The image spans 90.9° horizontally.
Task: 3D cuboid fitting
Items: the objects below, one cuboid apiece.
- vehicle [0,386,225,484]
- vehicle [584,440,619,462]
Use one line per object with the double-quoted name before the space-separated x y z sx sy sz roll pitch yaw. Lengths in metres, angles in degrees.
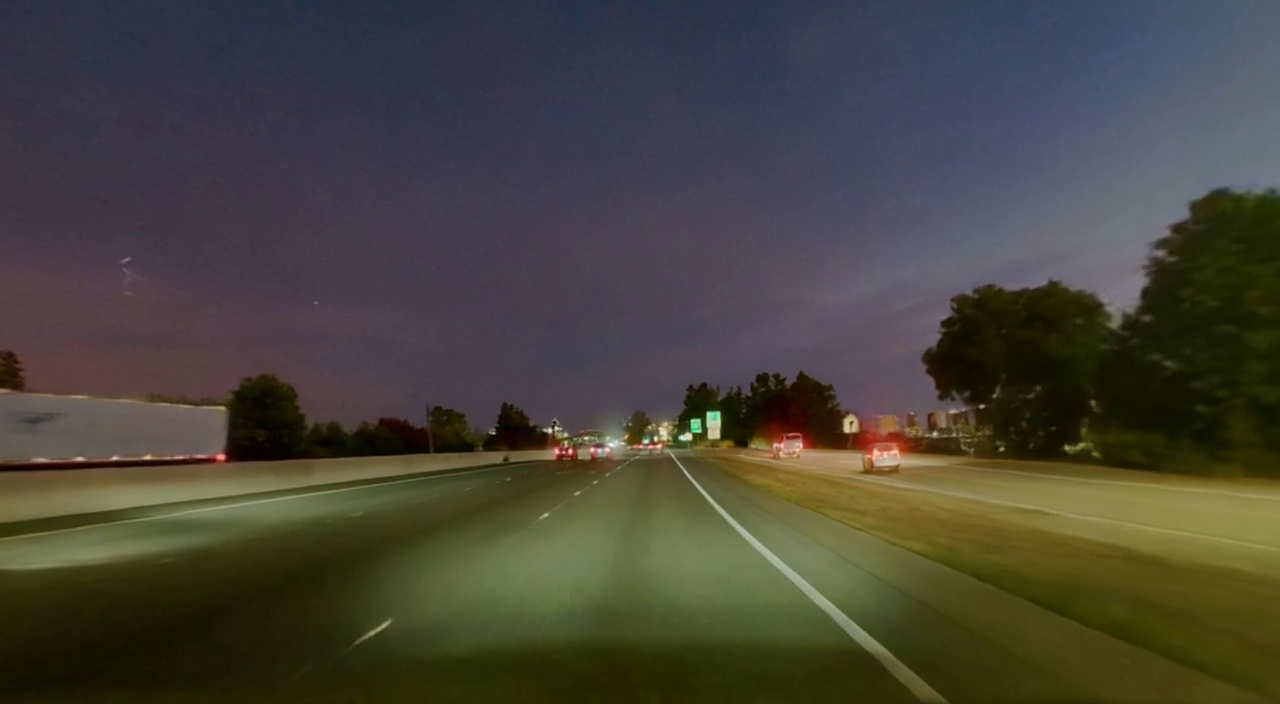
"vehicle" -27.118 4.299 32.120 2.800 3.932 13.284 0 -8 1
"vehicle" -2.637 6.945 44.348 2.112 1.489 4.266 0 -8 1
